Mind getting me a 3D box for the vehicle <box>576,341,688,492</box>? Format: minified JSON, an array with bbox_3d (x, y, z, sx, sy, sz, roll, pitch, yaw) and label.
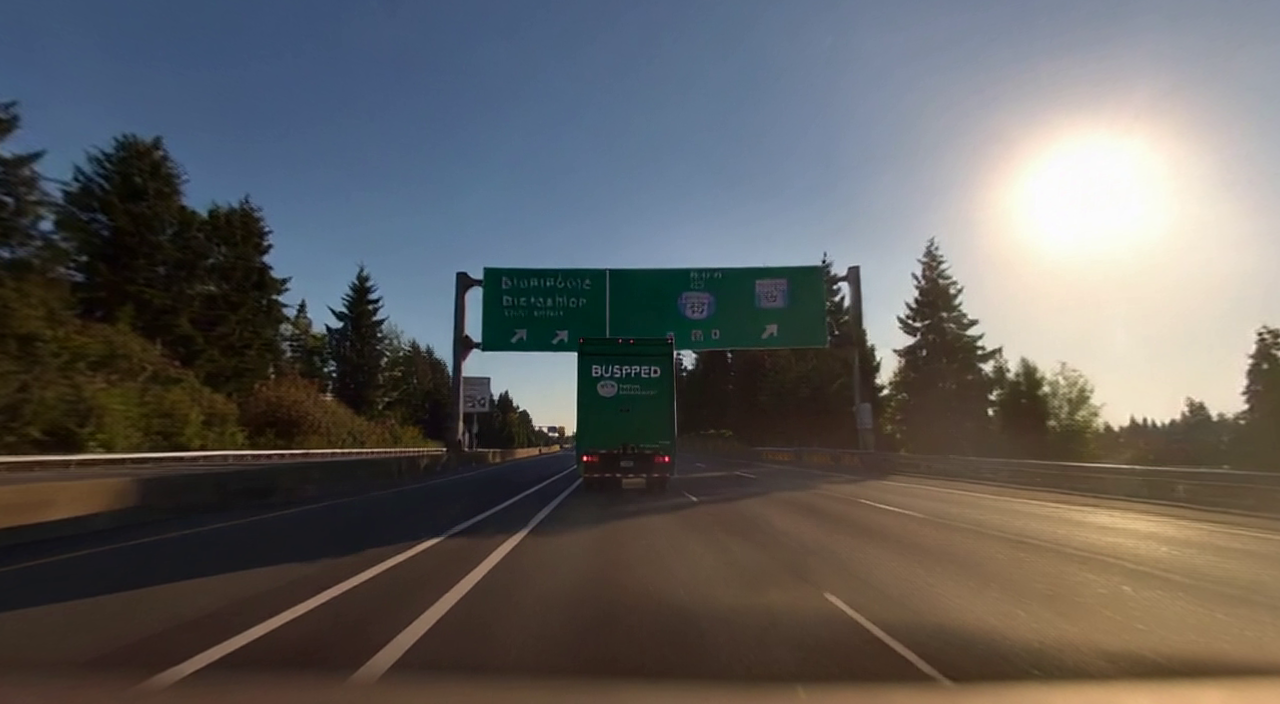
[{"bbox_3d":[-0.399,2.258,20.639,2.870,3.911,8.697,0,-8,-3],"label":"vehicle"}]
